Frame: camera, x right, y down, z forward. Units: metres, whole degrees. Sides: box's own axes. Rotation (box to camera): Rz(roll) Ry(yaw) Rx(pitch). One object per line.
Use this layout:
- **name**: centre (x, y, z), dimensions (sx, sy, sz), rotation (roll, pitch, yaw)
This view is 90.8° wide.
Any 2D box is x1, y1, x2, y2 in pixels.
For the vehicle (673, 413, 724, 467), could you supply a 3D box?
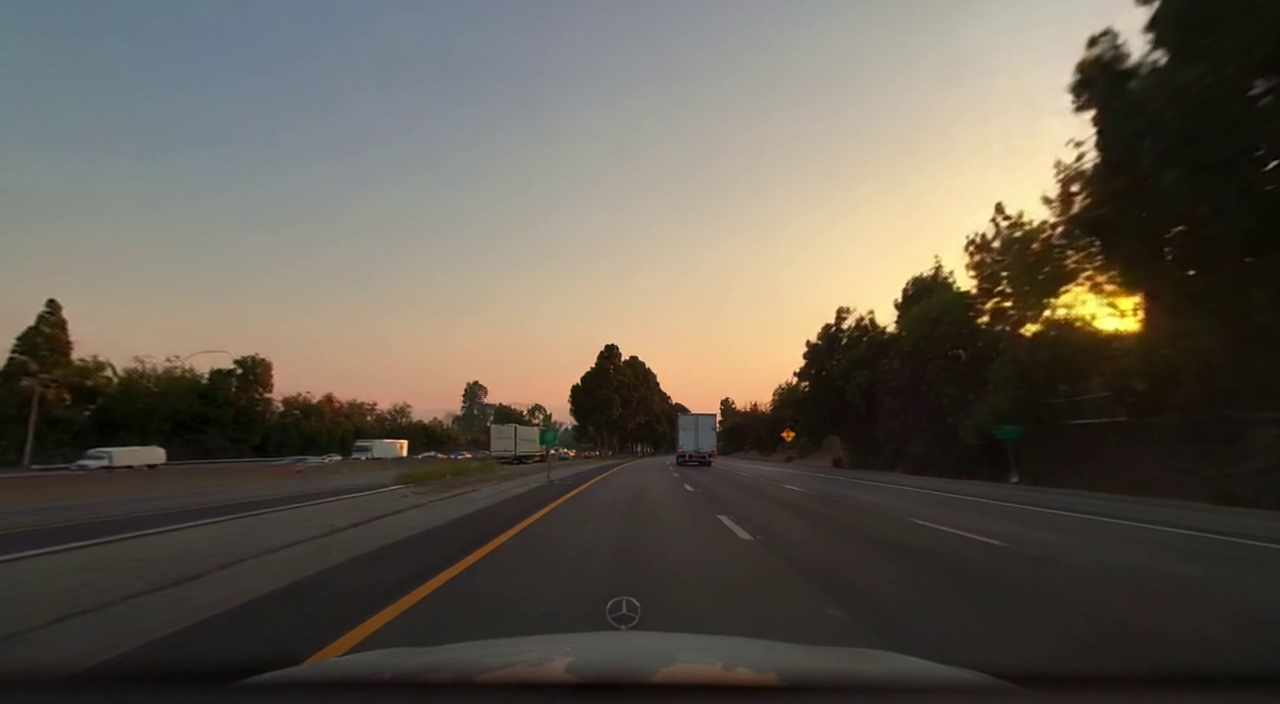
- **vehicle**: centre (4.291, 7.009, 49.429), dimensions (2.928, 3.595, 13.975), rotation (0, -9, 1)

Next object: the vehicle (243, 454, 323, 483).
- **vehicle**: centre (-19.834, 6.482, 35.285), dimensions (1.833, 1.438, 4.011), rotation (-1, -9, 5)
